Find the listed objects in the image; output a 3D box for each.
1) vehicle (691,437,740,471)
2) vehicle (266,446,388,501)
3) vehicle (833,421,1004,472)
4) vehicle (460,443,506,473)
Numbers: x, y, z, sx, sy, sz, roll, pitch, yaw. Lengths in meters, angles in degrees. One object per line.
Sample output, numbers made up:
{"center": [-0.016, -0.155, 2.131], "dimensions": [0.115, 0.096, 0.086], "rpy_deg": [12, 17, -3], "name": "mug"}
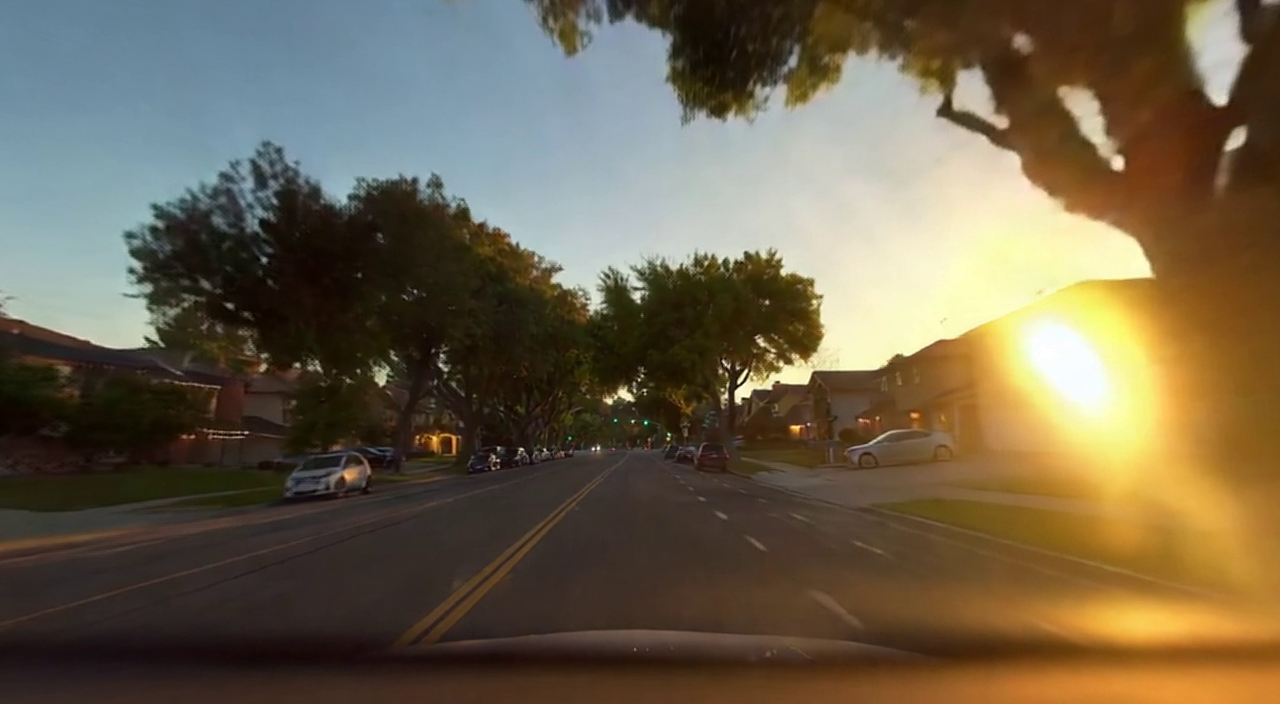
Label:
{"center": [4.430, 6.115, 37.944], "dimensions": [2.215, 1.886, 4.577], "rpy_deg": [1, -8, -2], "name": "vehicle"}
{"center": [-10.896, 4.270, 22.447], "dimensions": [2.082, 1.661, 4.403], "rpy_deg": [-2, -10, 0], "name": "vehicle"}
{"center": [12.463, 4.274, 28.679], "dimensions": [6.619, 1.884, 2.225], "rpy_deg": [-3, -9, 0], "name": "vehicle"}
{"center": [-10.881, 7.428, 44.238], "dimensions": [2.117, 1.865, 4.570], "rpy_deg": [-2, -10, -1], "name": "vehicle"}
